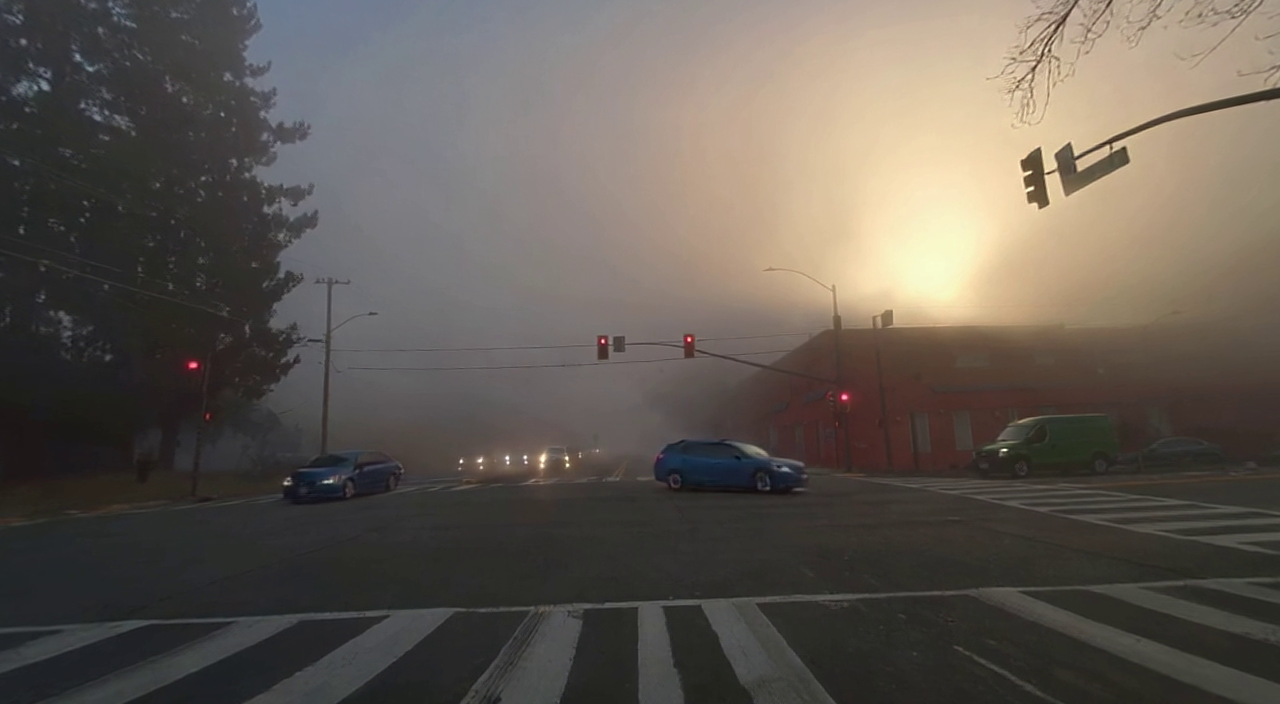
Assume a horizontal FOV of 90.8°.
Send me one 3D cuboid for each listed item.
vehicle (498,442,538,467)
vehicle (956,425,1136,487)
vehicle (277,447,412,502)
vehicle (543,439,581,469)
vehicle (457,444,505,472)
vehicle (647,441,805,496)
[{"bbox_3d":[-8.672,7.351,45.451,2.087,1.718,4.700,0,-9,-2],"label":"vehicle"},{"bbox_3d":[14.838,3.772,23.118,5.910,2.046,2.228,3,-9,-19],"label":"vehicle"},{"bbox_3d":[-8.812,3.652,19.335,2.024,1.460,4.381,0,-9,0],"label":"vehicle"},{"bbox_3d":[-4.690,6.160,38.406,1.975,1.642,4.846,0,-8,-3],"label":"vehicle"},{"bbox_3d":[-8.886,5.957,35.610,1.779,1.460,4.463,0,-9,-4],"label":"vehicle"},{"bbox_3d":[2.427,3.350,18.538,4.228,1.416,1.846,-7,-11,40],"label":"vehicle"}]
